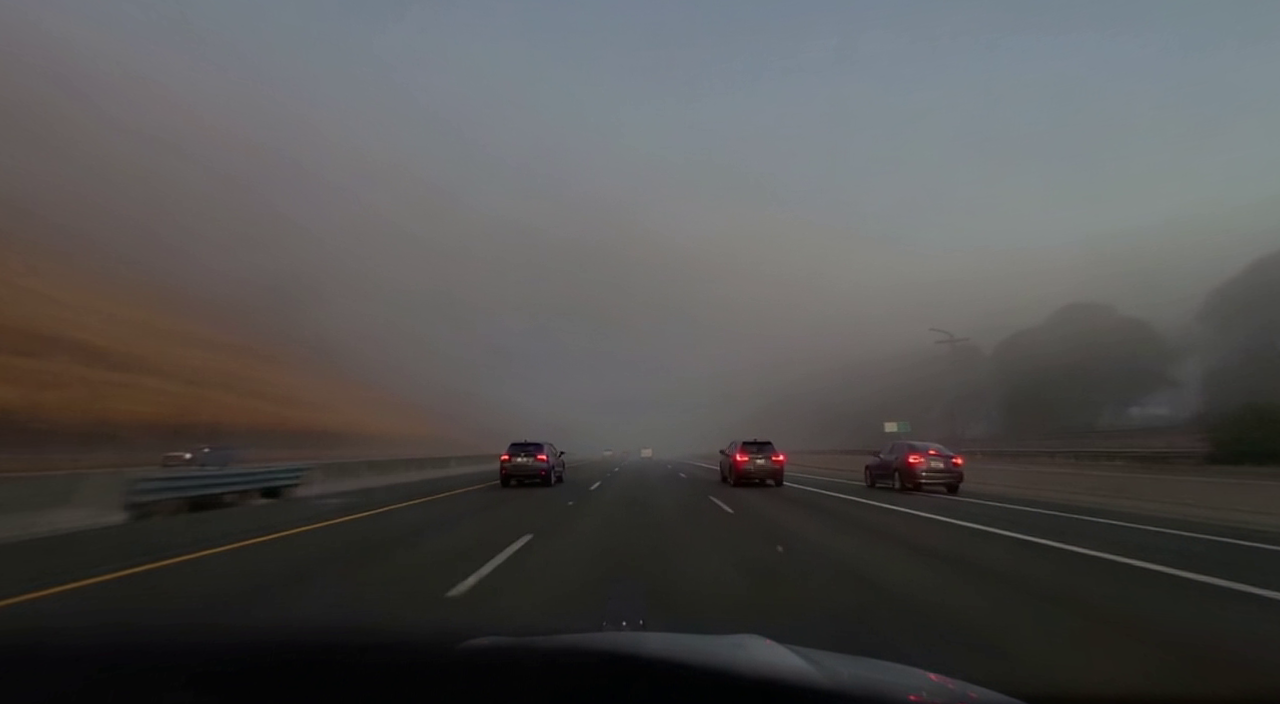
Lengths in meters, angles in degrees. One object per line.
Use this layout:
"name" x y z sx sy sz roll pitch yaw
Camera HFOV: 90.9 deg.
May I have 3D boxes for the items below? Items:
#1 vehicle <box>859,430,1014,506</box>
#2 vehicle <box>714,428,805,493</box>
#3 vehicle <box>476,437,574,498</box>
"vehicle" 7.645 3.015 16.836 1.998 1.717 4.338 0 -9 0
"vehicle" 3.888 3.648 21.537 2.121 1.925 5.056 0 -9 0
"vehicle" -3.498 3.606 20.097 2.166 1.672 4.388 -1 -9 2
